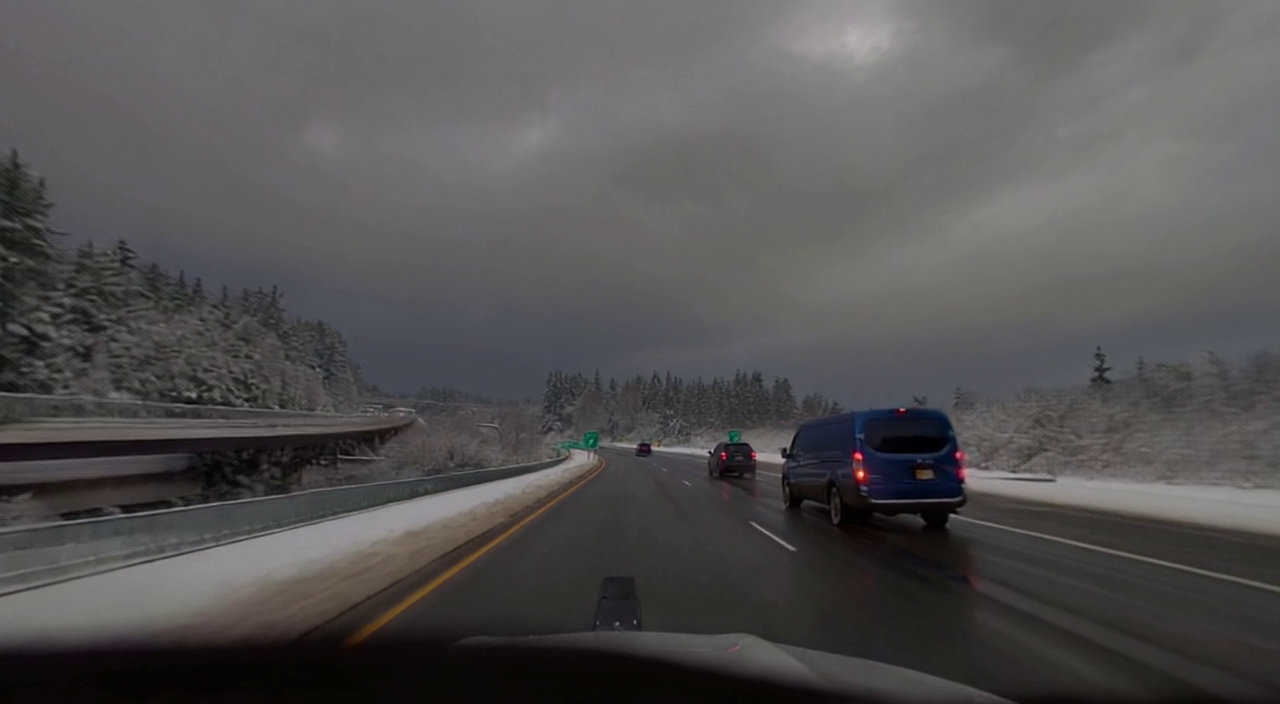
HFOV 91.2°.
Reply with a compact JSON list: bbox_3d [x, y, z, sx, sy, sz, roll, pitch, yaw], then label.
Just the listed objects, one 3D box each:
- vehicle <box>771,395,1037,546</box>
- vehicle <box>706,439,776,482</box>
[{"bbox_3d":[3.957,1.915,10.679,2.205,1.923,4.956,0,-9,-2],"label":"vehicle"},{"bbox_3d":[3.947,4.310,25.189,1.952,1.536,4.036,0,-9,-2],"label":"vehicle"}]
